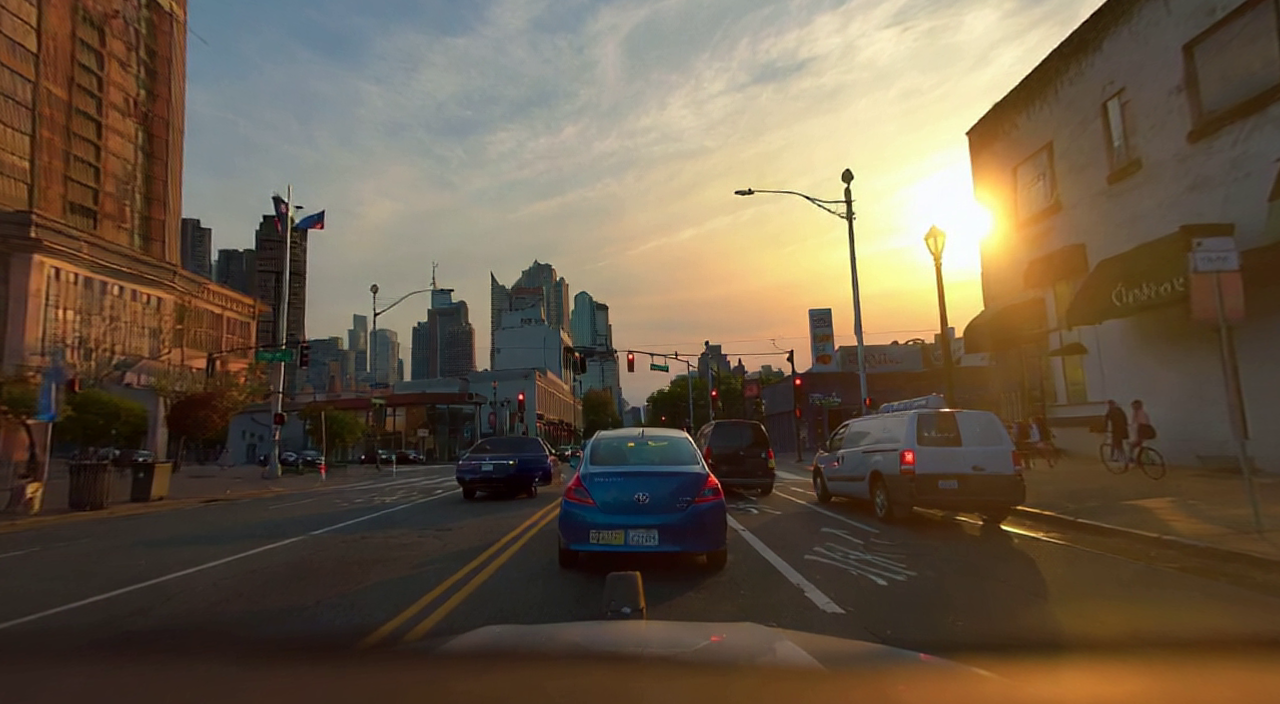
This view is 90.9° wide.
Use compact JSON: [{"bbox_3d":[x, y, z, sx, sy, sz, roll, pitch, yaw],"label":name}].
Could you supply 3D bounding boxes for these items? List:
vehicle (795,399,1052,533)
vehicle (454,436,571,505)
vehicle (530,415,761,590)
[{"bbox_3d":[4.499,1.919,11.108,2.142,1.829,4.767,0,-9,-2],"label":"vehicle"},{"bbox_3d":[-2.999,2.900,15.896,2.039,1.452,4.489,0,-9,0],"label":"vehicle"},{"bbox_3d":[0.030,1.667,7.788,2.091,1.557,4.000,0,-9,0],"label":"vehicle"}]
